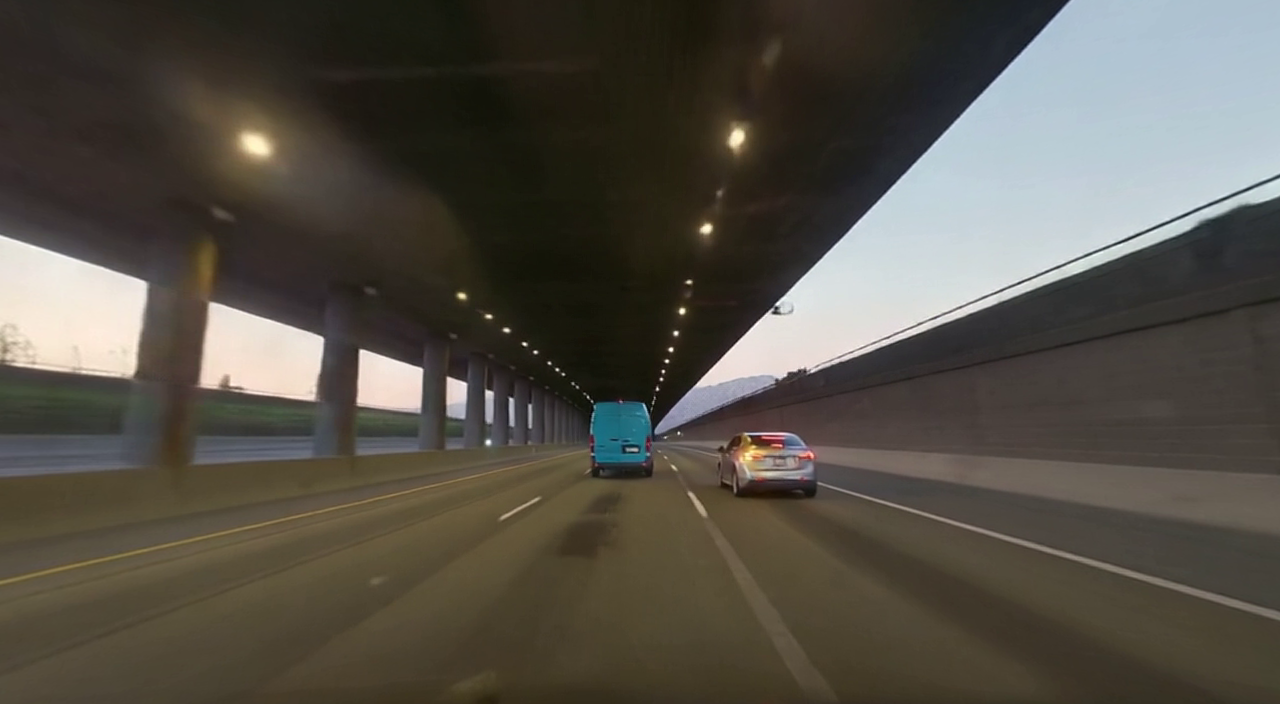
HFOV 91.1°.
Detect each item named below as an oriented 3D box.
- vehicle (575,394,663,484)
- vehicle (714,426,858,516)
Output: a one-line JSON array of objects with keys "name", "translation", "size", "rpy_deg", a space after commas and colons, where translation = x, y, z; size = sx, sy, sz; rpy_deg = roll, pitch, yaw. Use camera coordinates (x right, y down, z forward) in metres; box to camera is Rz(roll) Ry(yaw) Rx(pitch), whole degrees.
[{"name": "vehicle", "translation": [-0.491, 2.768, 20.038], "size": [2.404, 2.459, 5.229], "rpy_deg": [-1, -8, 2]}, {"name": "vehicle", "translation": [2.779, 2.353, 13.019], "size": [2.095, 1.553, 4.069], "rpy_deg": [-1, -8, 2]}]
